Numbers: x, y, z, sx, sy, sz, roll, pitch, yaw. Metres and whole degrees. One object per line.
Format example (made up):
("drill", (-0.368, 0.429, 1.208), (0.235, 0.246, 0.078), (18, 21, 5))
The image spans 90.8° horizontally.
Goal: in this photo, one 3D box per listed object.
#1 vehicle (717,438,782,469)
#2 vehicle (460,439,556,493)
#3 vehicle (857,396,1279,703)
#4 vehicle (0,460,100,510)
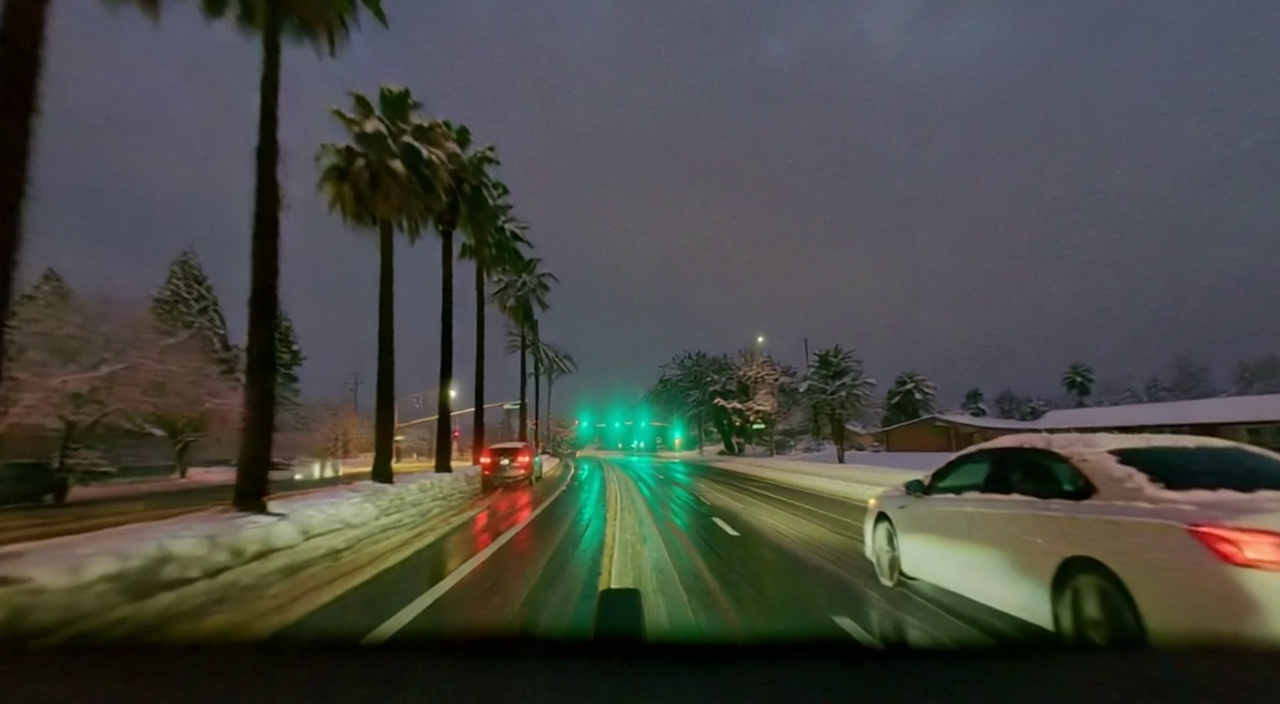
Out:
("vehicle", (5.984, 5.665, 35.356), (2.169, 1.559, 5.849), (0, -9, -4))
("vehicle", (-3.970, 3.510, 19.847), (2.108, 1.475, 4.555), (0, -9, -1))
("vehicle", (3.023, 1.056, 3.357), (1.941, 1.424, 4.720), (0, -9, -2))
("vehicle", (-21.485, 4.575, 21.585), (2.191, 1.482, 4.661), (-4, -8, -3))
